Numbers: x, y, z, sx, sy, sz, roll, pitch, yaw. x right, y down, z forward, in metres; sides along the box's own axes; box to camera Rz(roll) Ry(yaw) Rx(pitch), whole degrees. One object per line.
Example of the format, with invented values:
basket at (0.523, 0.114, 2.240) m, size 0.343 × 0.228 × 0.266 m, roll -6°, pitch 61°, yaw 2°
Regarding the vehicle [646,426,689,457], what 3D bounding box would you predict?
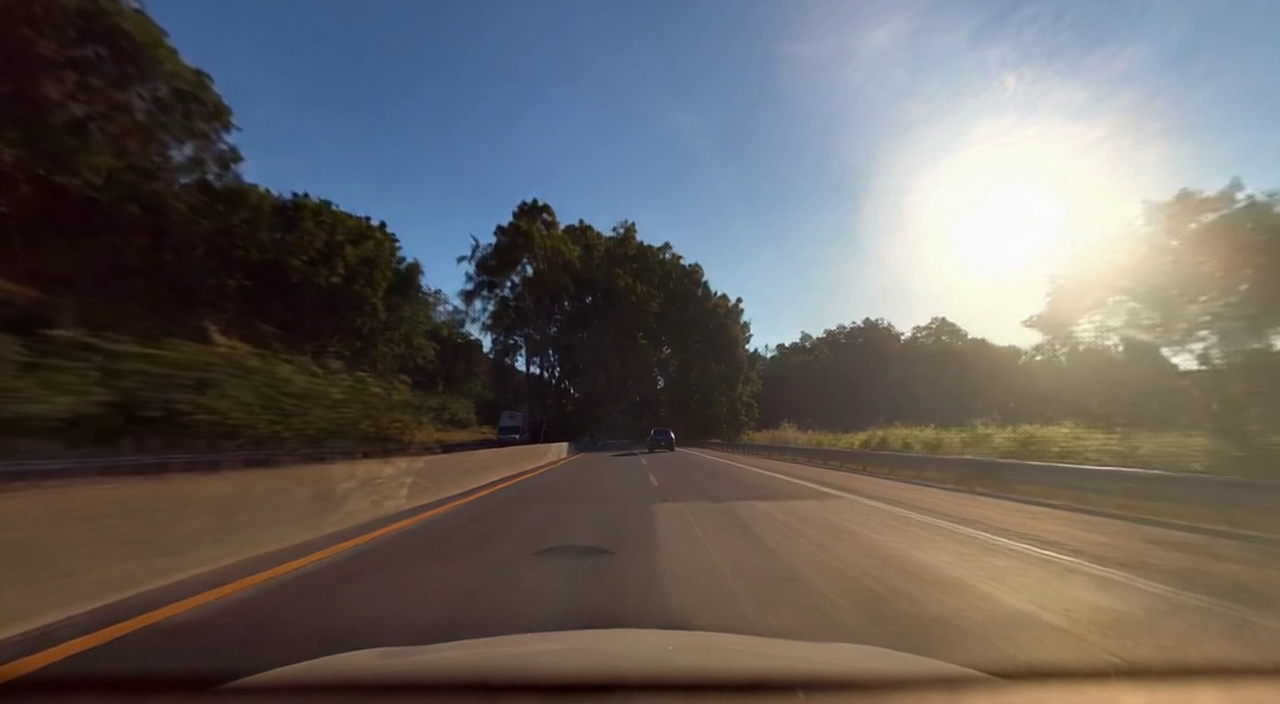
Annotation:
vehicle at (1.607, 5.458, 38.552) m, size 2.240 × 1.801 × 4.545 m, roll 0°, pitch -8°, yaw -2°
